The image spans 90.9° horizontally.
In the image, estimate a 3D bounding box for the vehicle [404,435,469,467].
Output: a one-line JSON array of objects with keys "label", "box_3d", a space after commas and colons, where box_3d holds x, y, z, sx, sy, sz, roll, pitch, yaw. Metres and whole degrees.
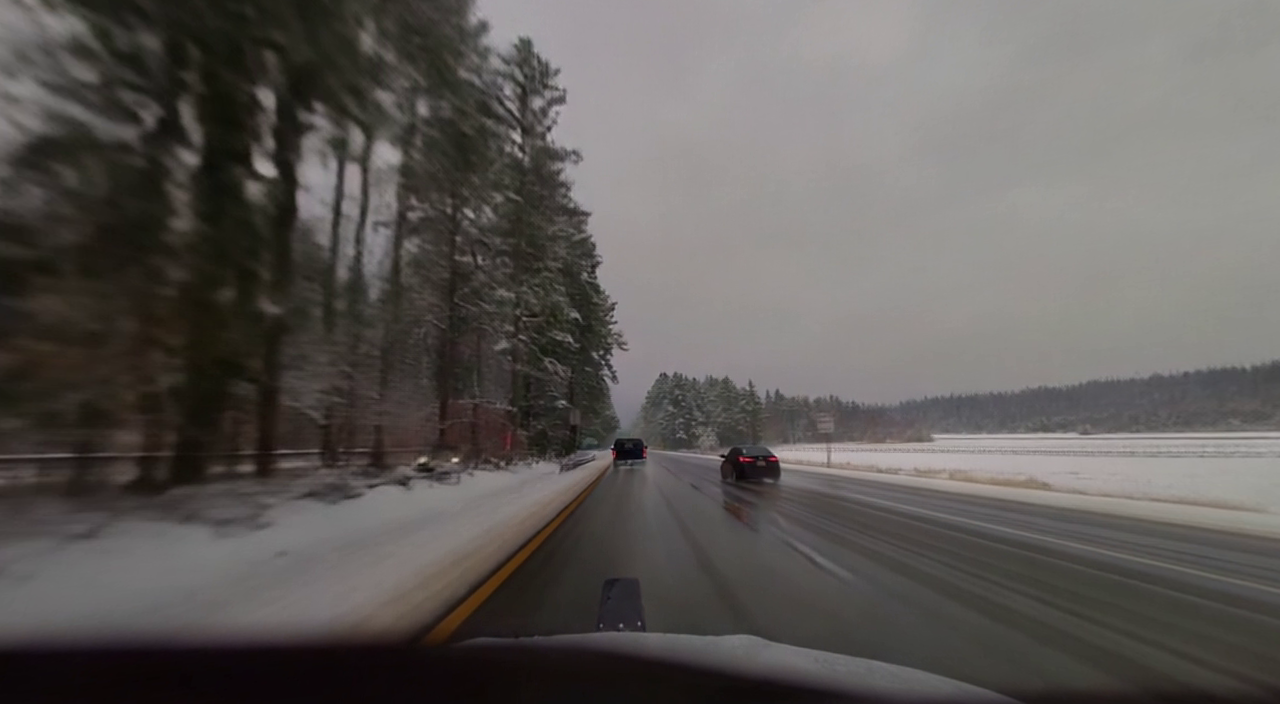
[{"label": "vehicle", "box_3d": [-11.346, 5.583, 35.507, 2.192, 1.677, 4.473, 0, -9, 0]}]

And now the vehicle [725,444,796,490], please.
[{"label": "vehicle", "box_3d": [4.142, 3.988, 22.152, 1.757, 1.459, 3.398, 0, -9, -1]}]

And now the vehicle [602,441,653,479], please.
[{"label": "vehicle", "box_3d": [-0.538, 4.850, 28.406, 2.120, 1.575, 4.018, 0, -9, 0]}]
